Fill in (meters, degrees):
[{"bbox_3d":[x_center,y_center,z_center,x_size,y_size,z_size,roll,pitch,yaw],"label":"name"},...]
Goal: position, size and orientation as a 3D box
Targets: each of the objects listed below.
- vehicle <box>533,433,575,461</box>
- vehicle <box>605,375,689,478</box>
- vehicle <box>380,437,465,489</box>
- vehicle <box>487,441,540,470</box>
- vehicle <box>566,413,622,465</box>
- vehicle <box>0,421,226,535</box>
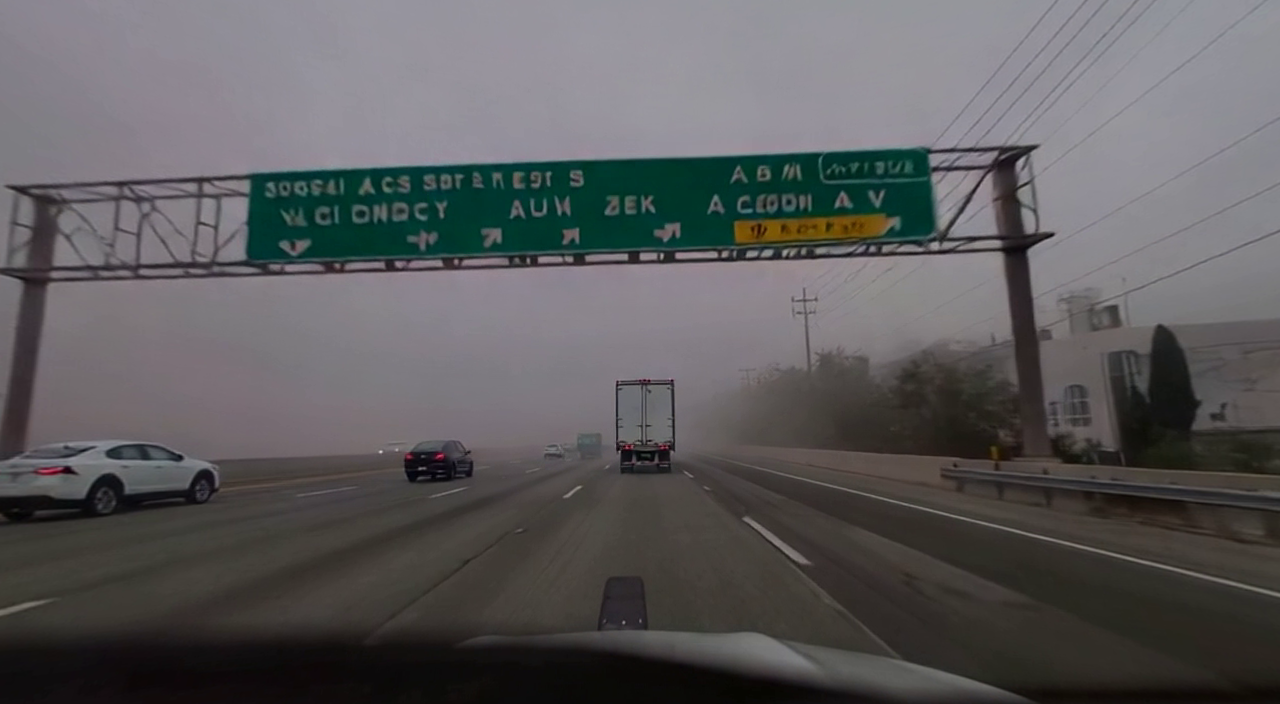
[{"bbox_3d":[-6.593,7.396,49.041,2.245,2.074,5.791,0,-9,2],"label":"vehicle"},{"bbox_3d":[0.166,3.353,27.050,2.941,3.604,9.851,0,-9,-1],"label":"vehicle"},{"bbox_3d":[-7.033,3.598,20.663,1.736,1.580,2.778,0,-9,1],"label":"vehicle"},{"bbox_3d":[-6.770,5.596,34.289,1.933,1.459,4.478,0,-9,1],"label":"vehicle"},{"bbox_3d":[-3.233,6.949,49.619,2.816,3.434,16.412,-1,-9,1],"label":"vehicle"},{"bbox_3d":[-10.872,2.359,12.427,2.046,1.779,4.752,0,-9,2],"label":"vehicle"}]
